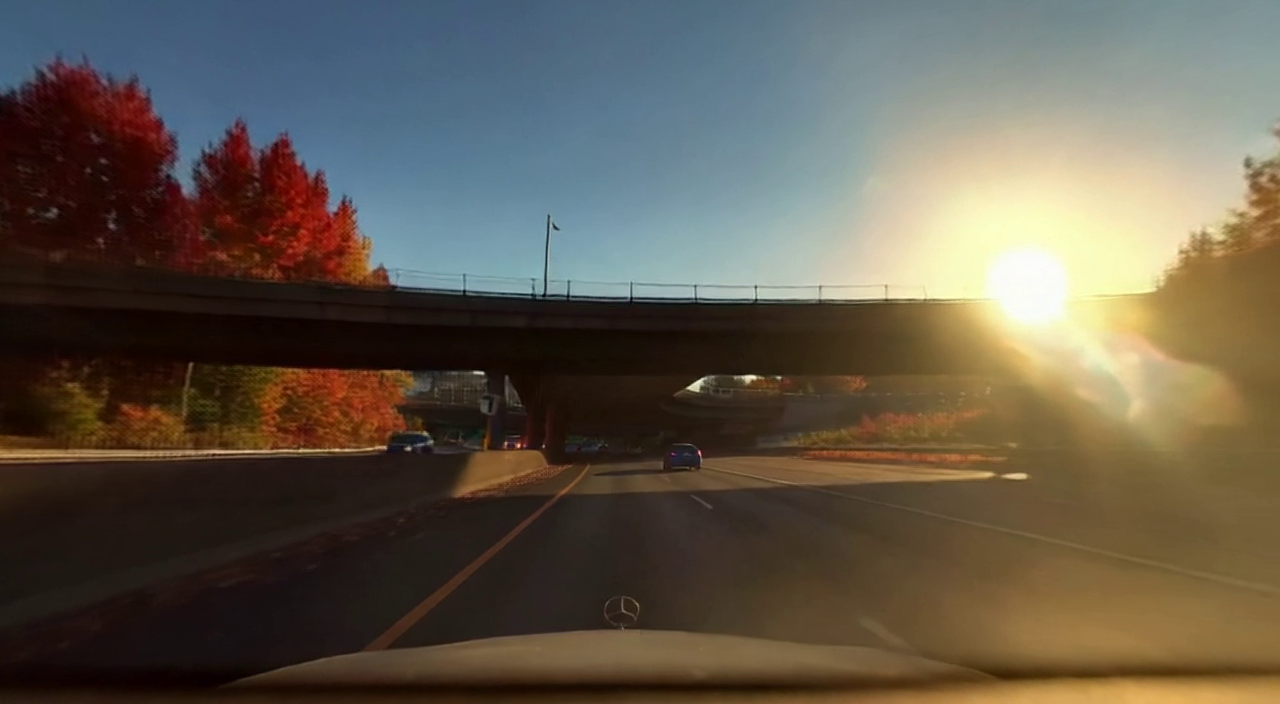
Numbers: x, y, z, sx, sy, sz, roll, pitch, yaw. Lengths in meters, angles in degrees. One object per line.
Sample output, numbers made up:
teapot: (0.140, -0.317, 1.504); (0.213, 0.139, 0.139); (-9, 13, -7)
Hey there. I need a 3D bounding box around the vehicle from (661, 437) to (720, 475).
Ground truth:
vehicle: (2.307, 4.978, 30.072); (2.337, 1.633, 4.222); (0, -9, -2)
